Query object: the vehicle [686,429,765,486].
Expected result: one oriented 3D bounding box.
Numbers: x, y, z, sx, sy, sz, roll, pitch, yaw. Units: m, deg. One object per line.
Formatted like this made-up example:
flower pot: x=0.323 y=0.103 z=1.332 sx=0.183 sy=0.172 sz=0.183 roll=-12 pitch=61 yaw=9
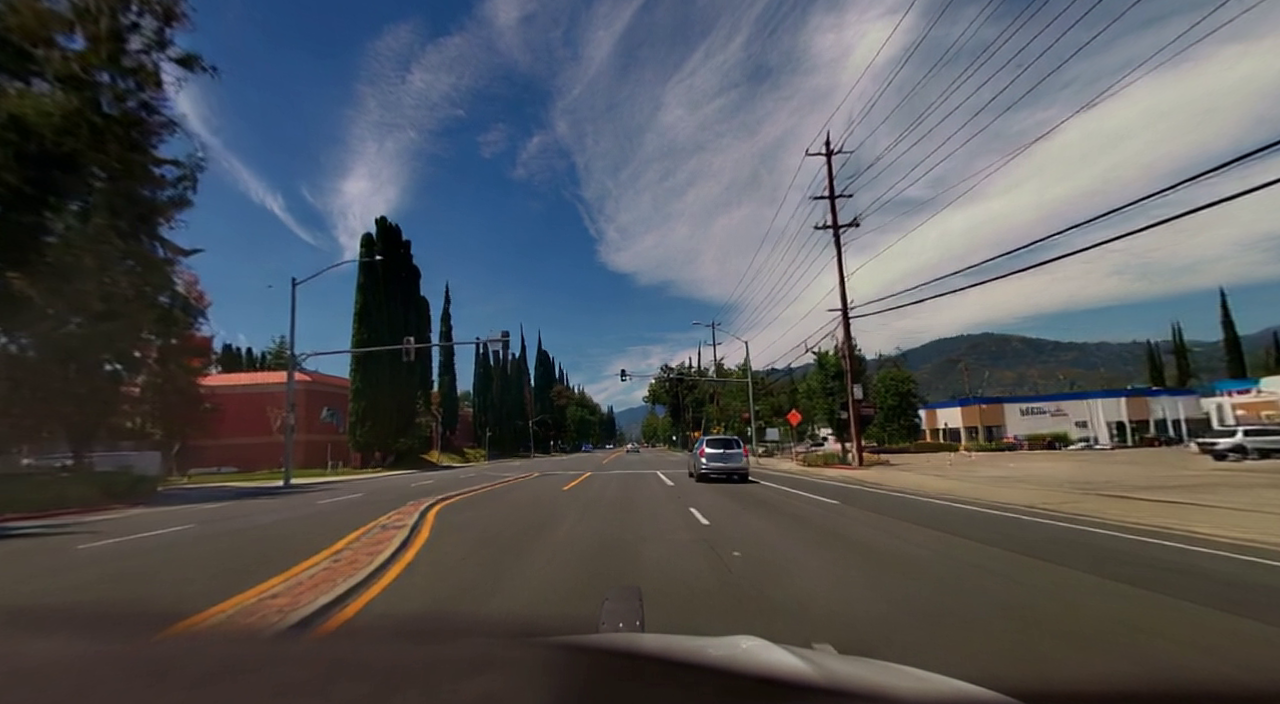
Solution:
vehicle: x=2.925 y=3.757 z=22.751 sx=2.060 sy=1.820 sz=4.713 roll=0 pitch=-9 yaw=-2
